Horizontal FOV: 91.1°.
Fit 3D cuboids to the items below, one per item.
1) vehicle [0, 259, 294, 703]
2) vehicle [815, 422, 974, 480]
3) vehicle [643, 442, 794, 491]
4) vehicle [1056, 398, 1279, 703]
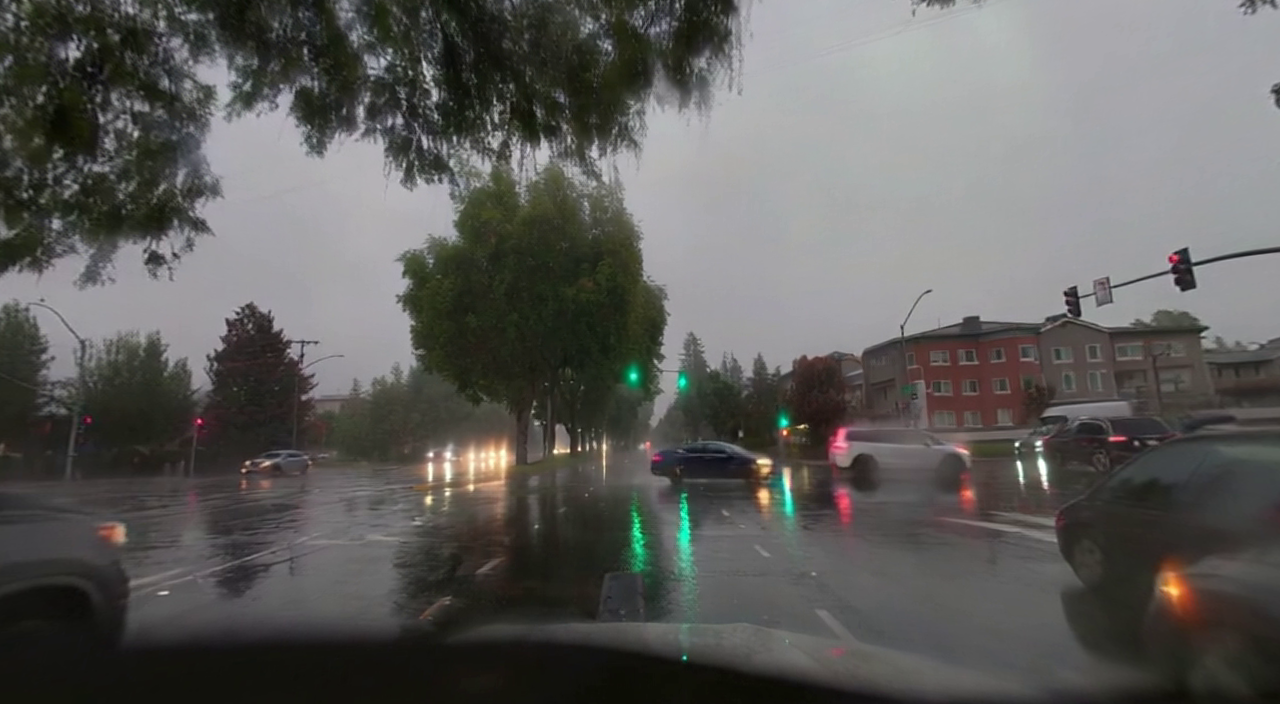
[{"bbox_3d":[-3.259,0.523,1.274,2.231,1.898,4.985,0,-8,0],"label":"vehicle"},{"bbox_3d":[9.083,3.526,22.520,4.958,1.842,2.276,-5,-10,29],"label":"vehicle"},{"bbox_3d":[2.326,3.362,18.798,4.050,1.304,1.921,-5,-10,30],"label":"vehicle"},{"bbox_3d":[3.096,0.714,0.897,1.990,1.454,4.490,0,-8,1],"label":"vehicle"}]
